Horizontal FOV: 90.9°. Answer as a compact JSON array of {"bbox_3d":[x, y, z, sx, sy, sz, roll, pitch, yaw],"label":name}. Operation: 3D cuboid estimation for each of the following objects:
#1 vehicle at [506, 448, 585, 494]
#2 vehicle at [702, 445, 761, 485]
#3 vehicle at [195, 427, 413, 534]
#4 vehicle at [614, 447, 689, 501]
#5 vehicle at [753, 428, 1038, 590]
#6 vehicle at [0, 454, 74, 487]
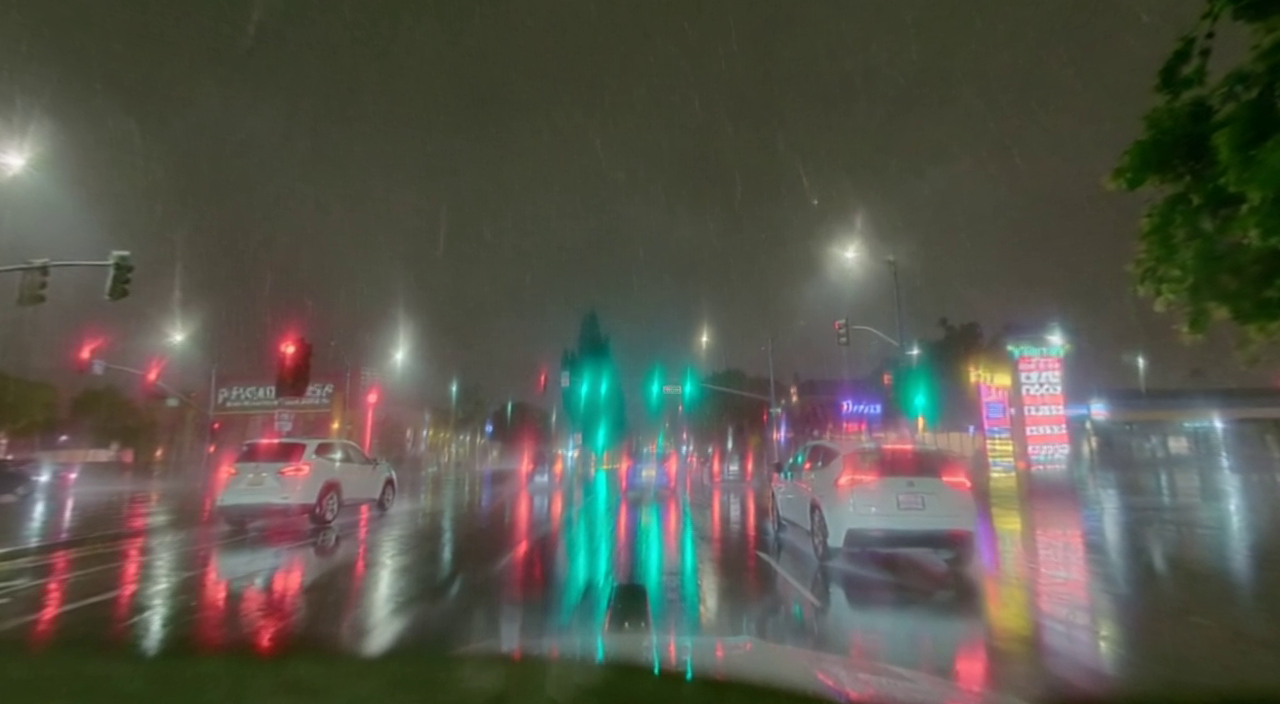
[{"bbox_3d":[-3.322,4.277,23.050,2.040,1.471,4.211,-1,-8,3],"label":"vehicle"},{"bbox_3d":[3.839,4.783,27.050,1.931,1.552,4.125,0,-8,0],"label":"vehicle"},{"bbox_3d":[-6.580,2.536,13.081,2.058,1.804,4.391,0,-8,0],"label":"vehicle"},{"bbox_3d":[0.355,3.673,19.490,2.070,1.460,4.118,0,-8,1],"label":"vehicle"},{"bbox_3d":[2.785,1.796,8.087,1.946,1.513,4.133,0,-8,1],"label":"vehicle"},{"bbox_3d":[-30.249,5.678,30.217,4.315,1.485,1.822,0,-8,-2],"label":"vehicle"}]
